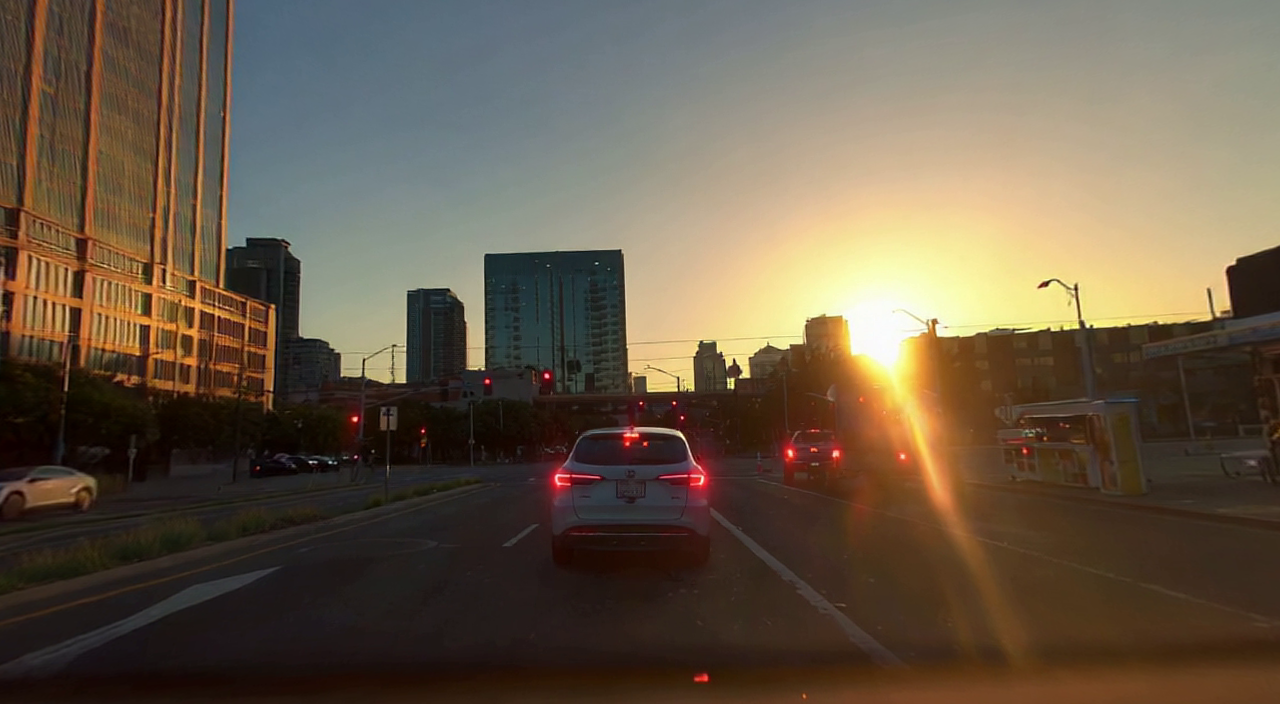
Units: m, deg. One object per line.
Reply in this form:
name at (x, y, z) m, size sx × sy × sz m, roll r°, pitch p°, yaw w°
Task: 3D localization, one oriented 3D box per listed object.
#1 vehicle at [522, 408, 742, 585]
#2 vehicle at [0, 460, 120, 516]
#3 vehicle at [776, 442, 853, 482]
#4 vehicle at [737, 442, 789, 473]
vehicle at (-0.058, 1.694, 8.117) m, size 2.115 × 1.700 × 3.901 m, roll 0°, pitch -8°, yaw 1°
vehicle at (-19.141, 4.208, 19.878) m, size 1.969 × 1.458 × 4.300 m, roll 1°, pitch -9°, yaw -5°
vehicle at (6.865, 4.375, 25.259) m, size 1.833 × 1.452 × 4.237 m, roll 0°, pitch -8°, yaw 0°
vehicle at (6.279, 5.454, 32.638) m, size 1.961 × 1.477 × 4.454 m, roll 0°, pitch -8°, yaw 2°
